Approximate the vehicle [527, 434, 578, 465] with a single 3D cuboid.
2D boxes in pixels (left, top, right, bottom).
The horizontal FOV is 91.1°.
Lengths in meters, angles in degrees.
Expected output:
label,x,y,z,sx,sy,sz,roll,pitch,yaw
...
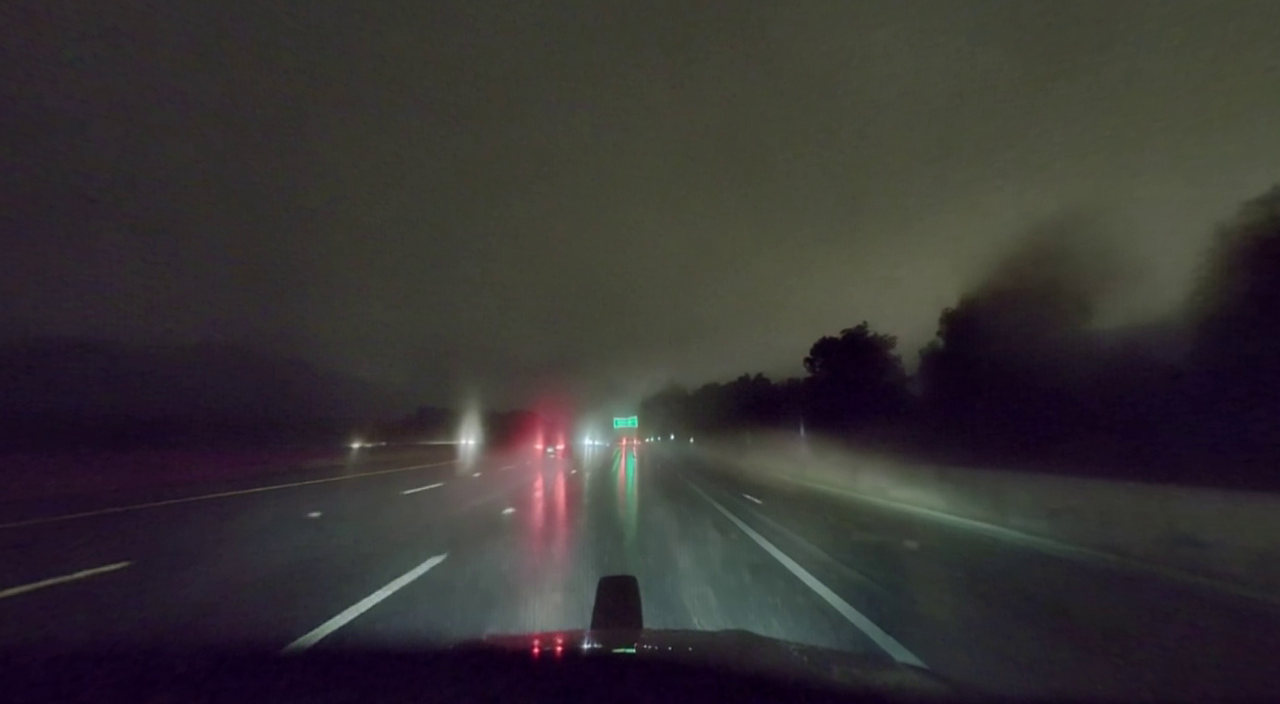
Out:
label,x,y,z,sx,sy,sz,roll,pitch,yaw
vehicle,-4.822,5.441,35.399,2.129,1.588,4.980,0,-8,0
